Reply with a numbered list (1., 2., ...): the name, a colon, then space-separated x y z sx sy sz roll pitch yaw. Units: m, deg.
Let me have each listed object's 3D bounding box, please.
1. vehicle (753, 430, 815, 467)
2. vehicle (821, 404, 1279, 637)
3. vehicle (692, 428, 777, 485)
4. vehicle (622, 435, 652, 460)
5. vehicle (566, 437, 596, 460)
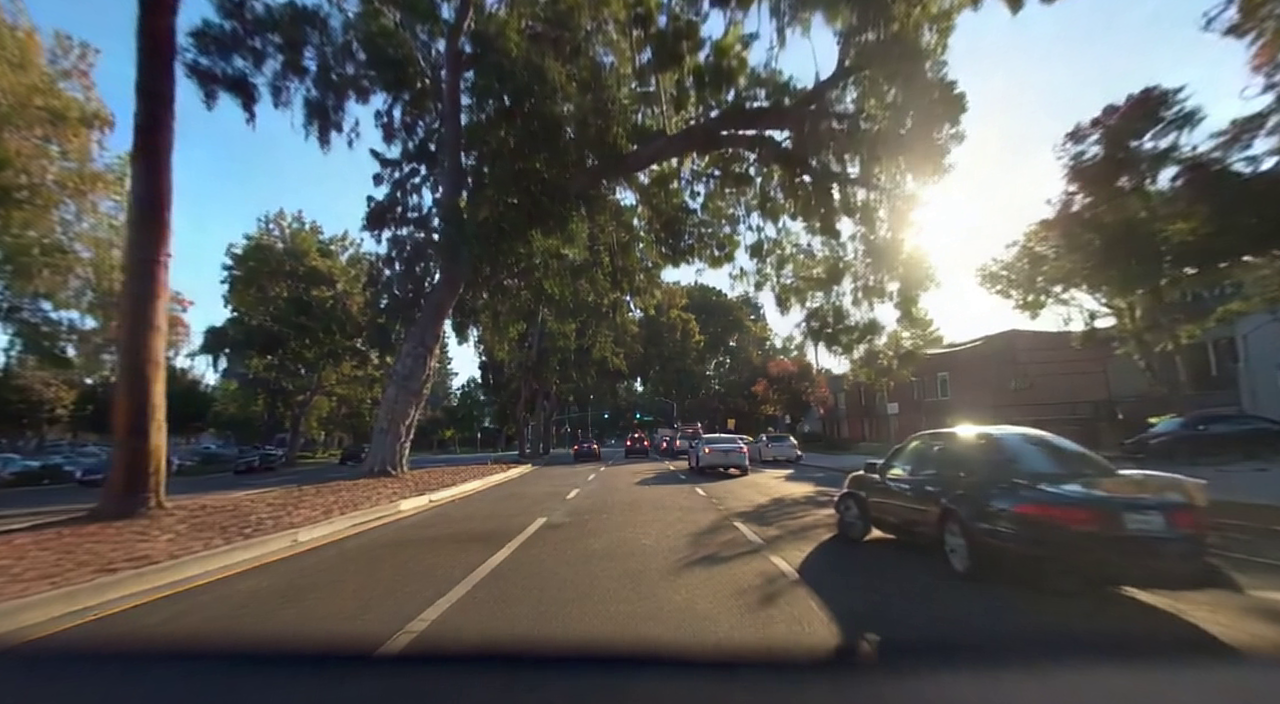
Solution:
1. vehicle: 7.744 5.198 34.444 2.014 1.767 4.910 2 -6 -4
2. vehicle: 3.766 1.466 6.671 2.165 1.513 4.911 0 -8 -1
3. vehicle: 3.045 3.516 21.525 2.041 1.688 4.717 0 -8 -2
4. vehicle: -0.233 6.843 45.430 2.052 1.693 4.554 0 -8 0
5. vehicle: -4.555 7.528 49.546 2.083 1.691 4.398 1 -8 -3
